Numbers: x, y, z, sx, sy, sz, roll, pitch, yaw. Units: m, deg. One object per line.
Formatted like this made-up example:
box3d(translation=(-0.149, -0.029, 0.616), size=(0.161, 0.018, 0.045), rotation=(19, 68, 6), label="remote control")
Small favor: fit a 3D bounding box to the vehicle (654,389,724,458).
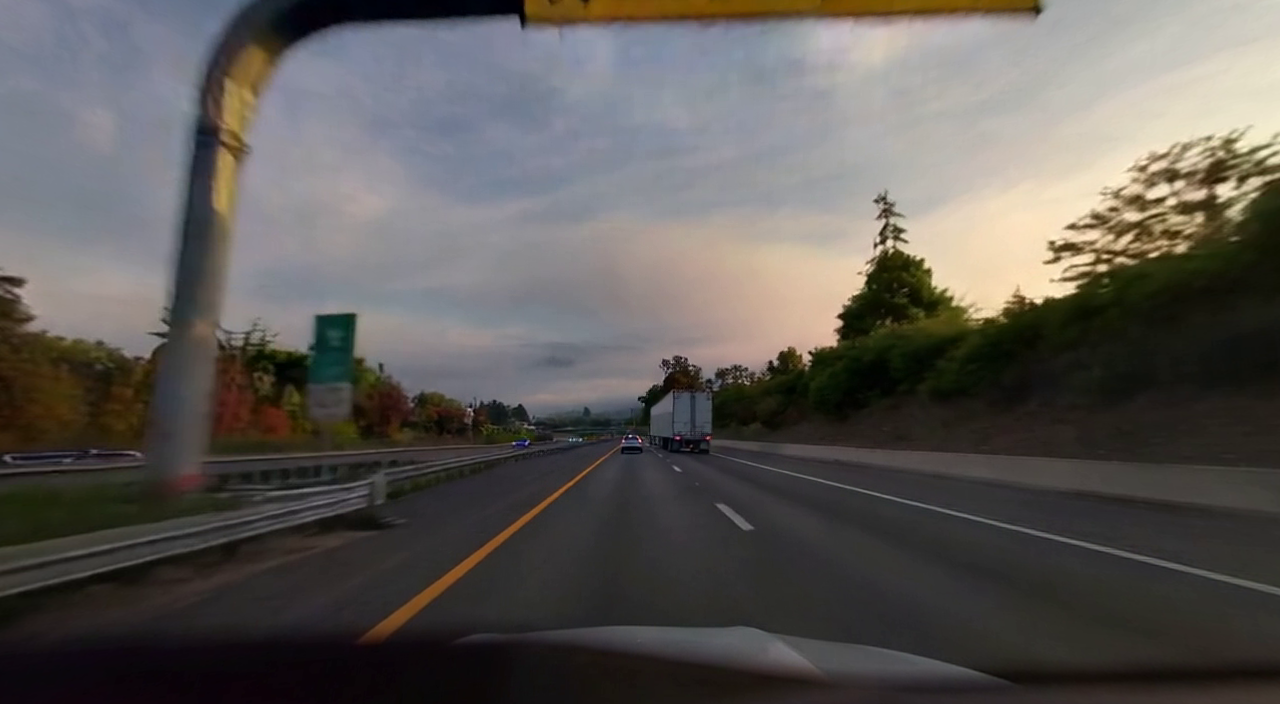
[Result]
box3d(translation=(3.055, 5.237, 44.949), size=(3.376, 4.017, 16.232), rotation=(0, -8, -1), label="vehicle")
